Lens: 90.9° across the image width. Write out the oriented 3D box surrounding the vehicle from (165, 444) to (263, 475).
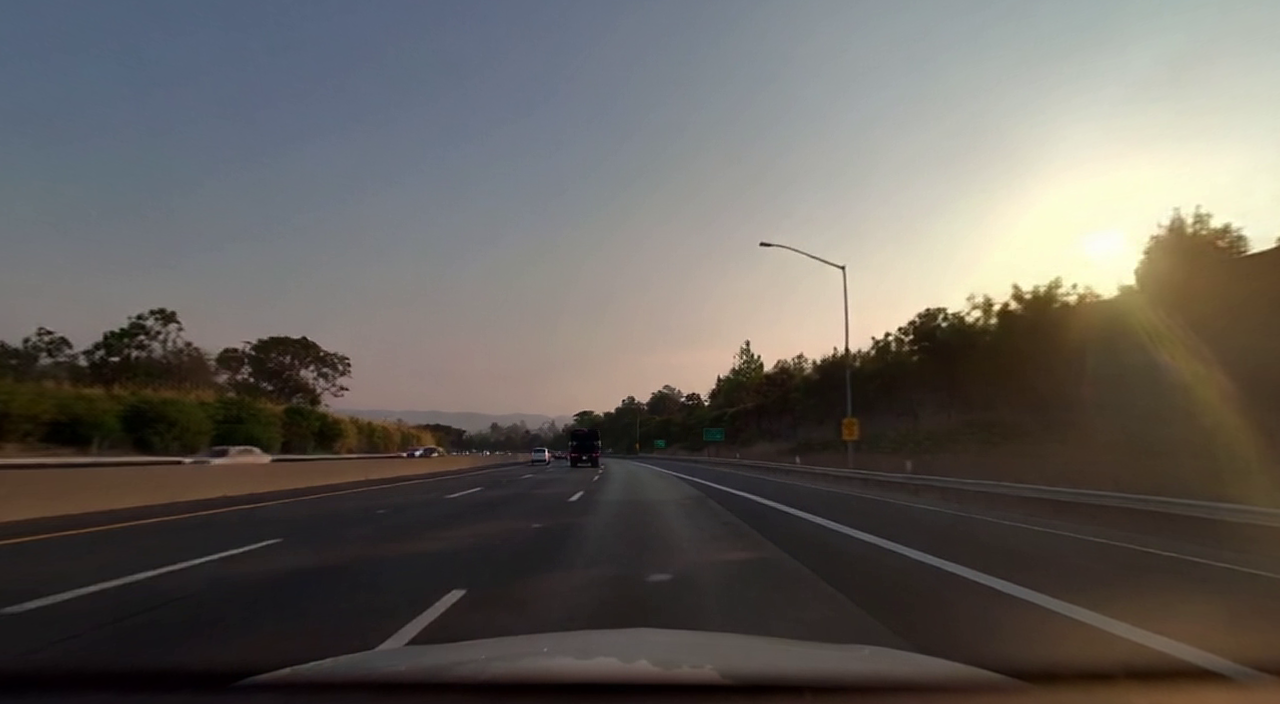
[{"bbox_3d":[-22.210,5.582,33.162,1.994,1.484,4.733,0,-8,-2],"label":"vehicle"}]
